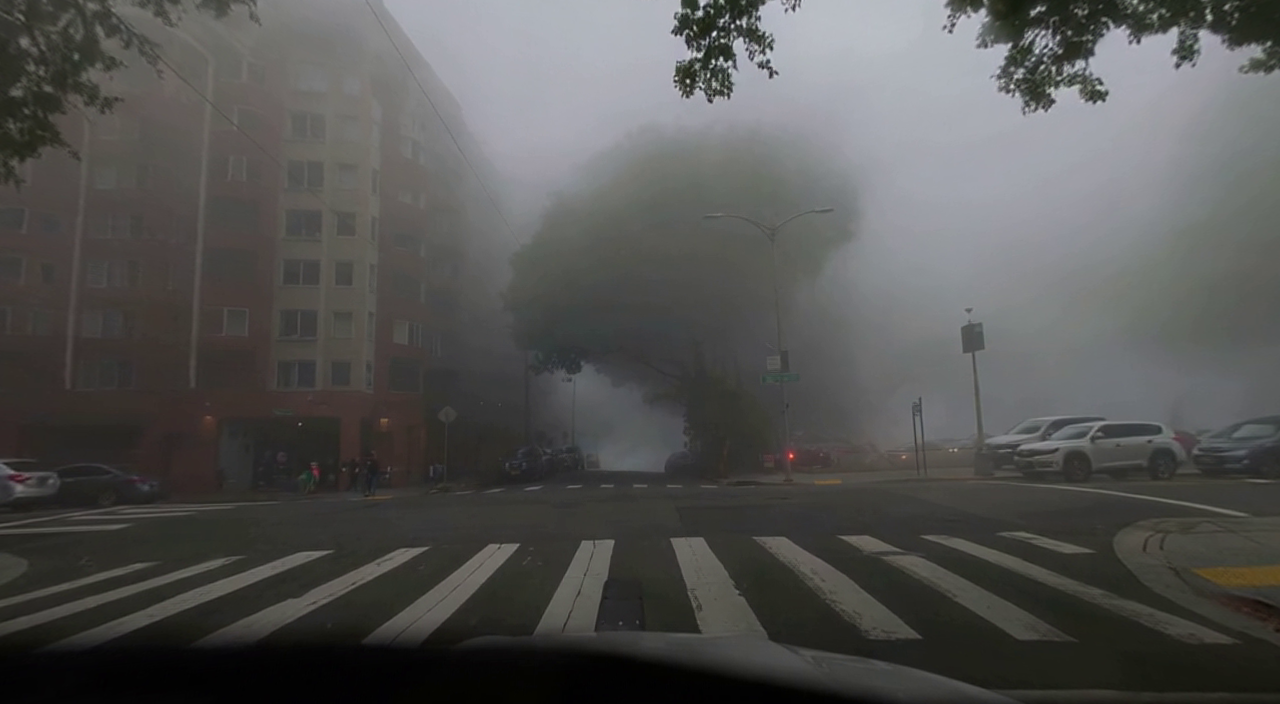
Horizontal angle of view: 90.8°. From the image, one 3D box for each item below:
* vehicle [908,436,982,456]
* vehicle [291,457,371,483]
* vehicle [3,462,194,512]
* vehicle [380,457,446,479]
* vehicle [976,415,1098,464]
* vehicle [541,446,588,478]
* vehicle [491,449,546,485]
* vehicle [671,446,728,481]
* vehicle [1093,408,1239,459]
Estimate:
[{"bbox_3d":[23.013,7.085,47.769,4.528,1.475,2.070,0,-8,3],"label":"vehicle"},{"bbox_3d":[-23.180,8.885,47.497,4.844,1.836,2.117,-1,-8,4],"label":"vehicle"},{"bbox_3d":[-17.316,4.314,20.369,4.439,1.448,1.793,0,-9,0],"label":"vehicle"},{"bbox_3d":[-16.950,8.657,47.373,4.203,1.544,1.889,0,-8,1],"label":"vehicle"},{"bbox_3d":[16.743,3.789,26.994,2.041,1.921,4.574,0,-9,-2],"label":"vehicle"},{"bbox_3d":[-4.434,6.539,37.712,2.102,1.768,4.290,-1,-10,2],"label":"vehicle"},{"bbox_3d":[-7.617,7.246,40.248,2.193,1.814,5.061,-9,-8,0],"label":"vehicle"},{"bbox_3d":[3.213,5.853,33.470,1.942,1.603,3.785,0,-8,22],"label":"vehicle"},{"bbox_3d":[22.304,3.531,27.141,2.137,1.962,4.988,-1,-8,3],"label":"vehicle"}]
